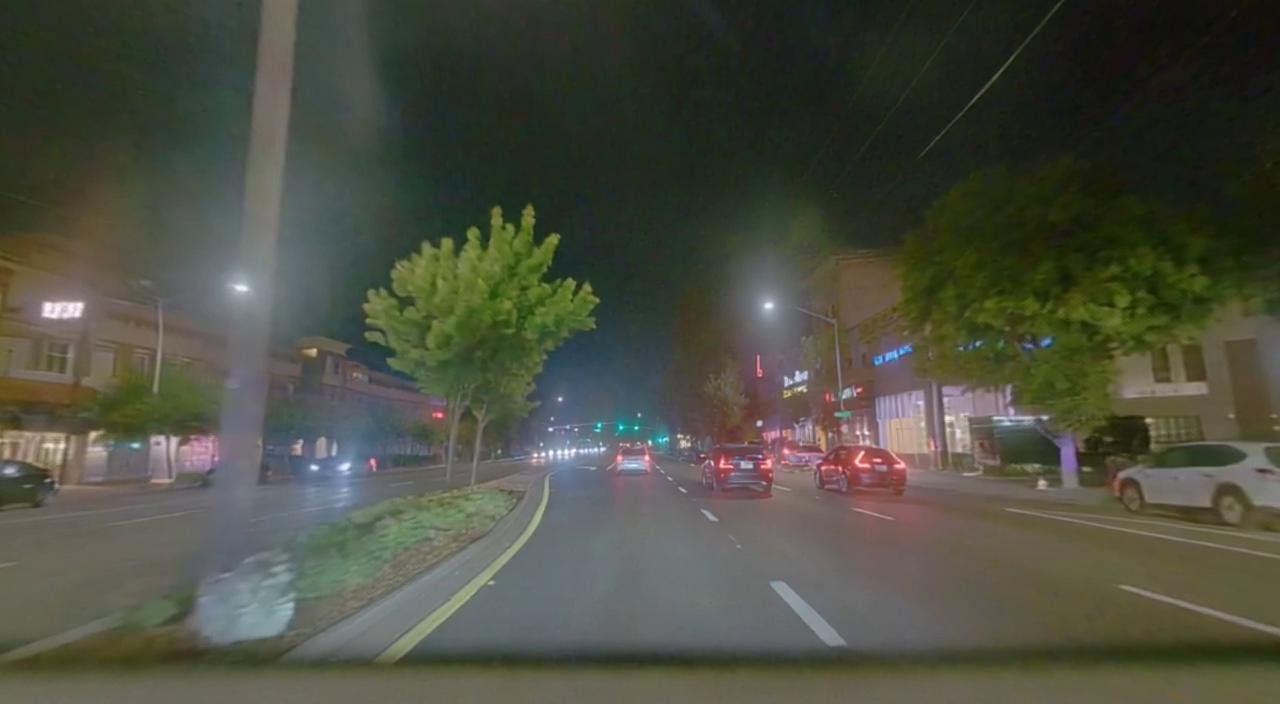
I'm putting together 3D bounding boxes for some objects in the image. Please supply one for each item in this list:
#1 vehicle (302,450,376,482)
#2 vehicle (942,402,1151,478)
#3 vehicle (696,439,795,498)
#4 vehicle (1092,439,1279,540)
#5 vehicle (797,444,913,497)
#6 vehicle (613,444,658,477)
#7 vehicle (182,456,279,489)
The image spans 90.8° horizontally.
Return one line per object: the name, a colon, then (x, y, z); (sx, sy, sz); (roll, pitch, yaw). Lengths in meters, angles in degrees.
vehicle: (-15.198, 5.765, 32.116); (1.878, 1.481, 3.663); (-1, -9, 2)
vehicle: (17.535, 3.856, 27.640); (7.127, 3.093, 2.760); (0, -8, 0)
vehicle: (2.993, 3.415, 18.999); (2.072, 1.545, 4.578); (0, -9, -2)
vehicle: (10.418, 2.216, 10.589); (2.030, 1.479, 4.624); (0, -9, -4)
vehicle: (6.526, 3.617, 19.817); (1.952, 1.449, 4.544); (0, -9, -1)
vehicle: (-0.225, 5.215, 30.580); (2.052, 1.461, 4.324); (0, -9, 0)
vehicle: (-20.362, 5.979, 31.691); (1.925, 1.454, 4.529); (0, -9, -2)
